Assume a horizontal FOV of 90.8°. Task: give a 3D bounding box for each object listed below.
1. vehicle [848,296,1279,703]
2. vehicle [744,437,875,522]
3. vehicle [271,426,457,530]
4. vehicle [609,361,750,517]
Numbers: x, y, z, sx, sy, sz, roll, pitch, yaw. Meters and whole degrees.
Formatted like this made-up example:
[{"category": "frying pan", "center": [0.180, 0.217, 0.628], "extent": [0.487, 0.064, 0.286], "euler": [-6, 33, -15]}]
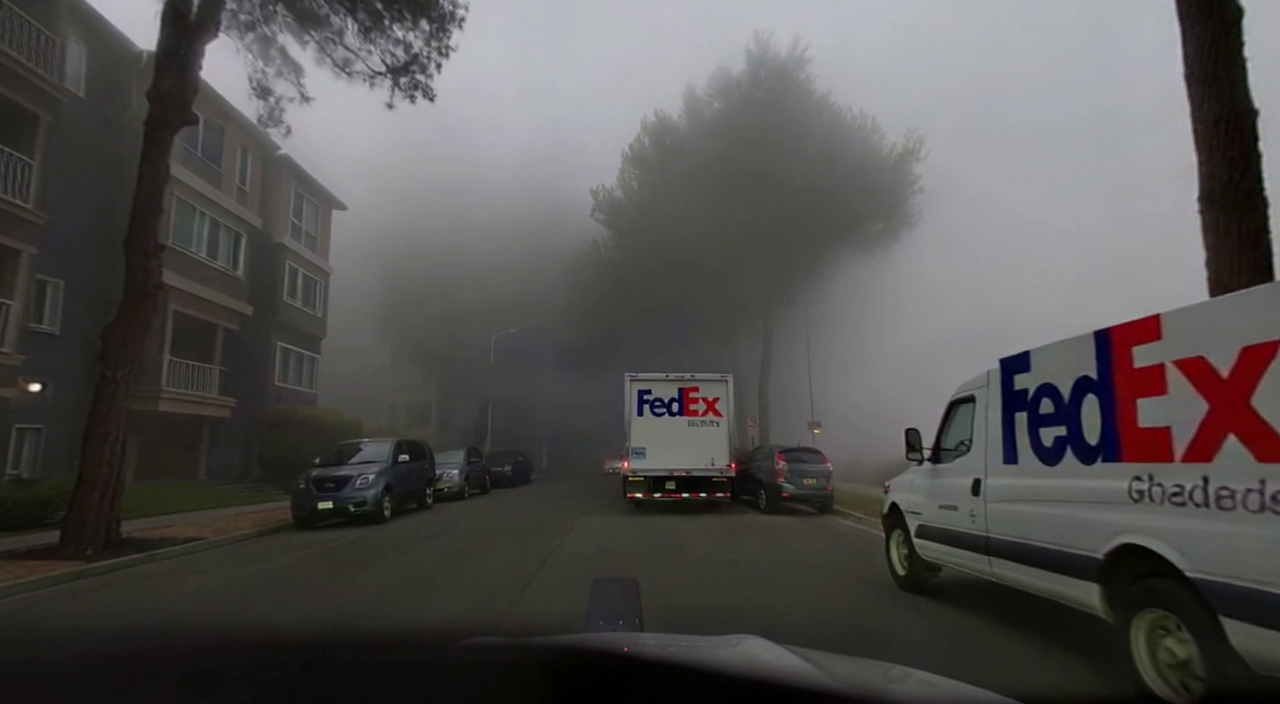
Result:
[{"category": "vehicle", "center": [3.569, 1.127, 4.668], "extent": [2.221, 1.991, 5.564], "euler": [0, -8, 1]}, {"category": "vehicle", "center": [3.587, 2.740, 14.132], "extent": [1.868, 1.623, 3.815], "euler": [0, -8, 0]}, {"category": "vehicle", "center": [-5.714, 2.645, 13.919], "extent": [2.020, 1.867, 4.654], "euler": [0, -8, -1]}, {"category": "vehicle", "center": [0.784, 2.396, 17.361], "extent": [2.930, 3.275, 8.180], "euler": [0, -8, -1]}]
